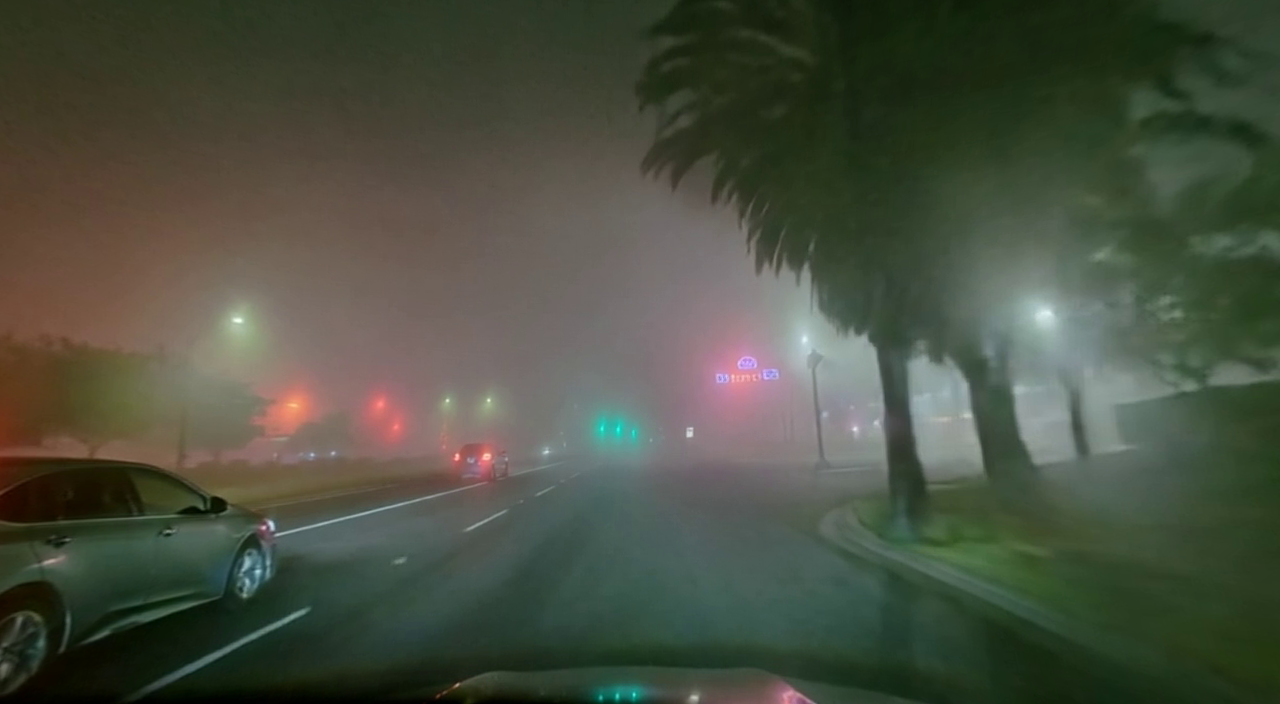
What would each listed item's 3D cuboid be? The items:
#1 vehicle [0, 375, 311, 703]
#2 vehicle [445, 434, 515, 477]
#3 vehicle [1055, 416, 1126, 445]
[{"bbox_3d":[-4.164,1.065,3.829,2.041,1.666,4.182,0,-8,0],"label":"vehicle"},{"bbox_3d":[-7.461,4.879,29.835,2.136,1.844,4.363,0,-8,1],"label":"vehicle"},{"bbox_3d":[29.568,5.192,41.288,4.264,1.791,2.133,6,-10,-30],"label":"vehicle"}]
